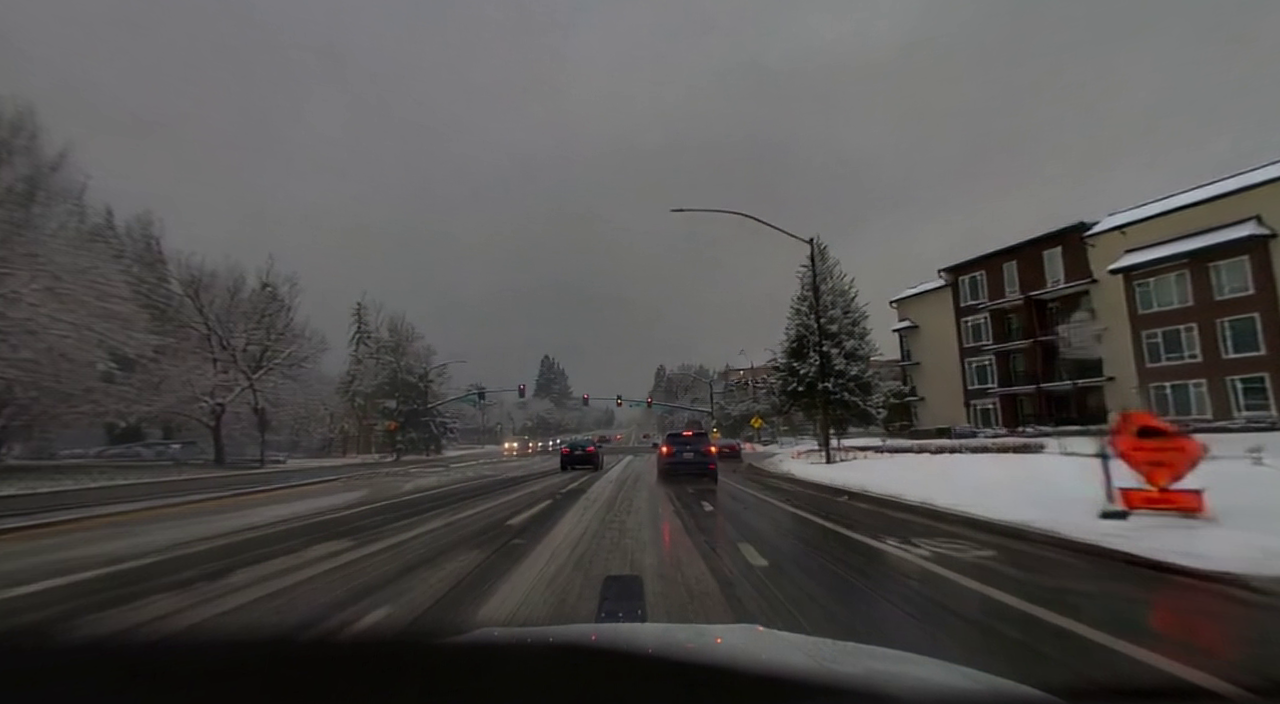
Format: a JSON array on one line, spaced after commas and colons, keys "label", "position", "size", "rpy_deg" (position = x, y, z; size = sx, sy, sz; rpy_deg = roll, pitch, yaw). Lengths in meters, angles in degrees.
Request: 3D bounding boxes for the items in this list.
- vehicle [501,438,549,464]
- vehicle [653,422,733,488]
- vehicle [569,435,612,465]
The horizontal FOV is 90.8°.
[{"label": "vehicle", "position": [-6.953, 6.058, 38.678], "size": [1.928, 1.488, 4.635], "rpy_deg": [0, -8, 2]}, {"label": "vehicle", "position": [1.526, 3.207, 19.971], "size": [2.197, 1.835, 4.316], "rpy_deg": [0, -8, 0]}, {"label": "vehicle", "position": [-2.871, 5.764, 37.349], "size": [2.121, 1.654, 3.993], "rpy_deg": [0, -8, 1]}]
